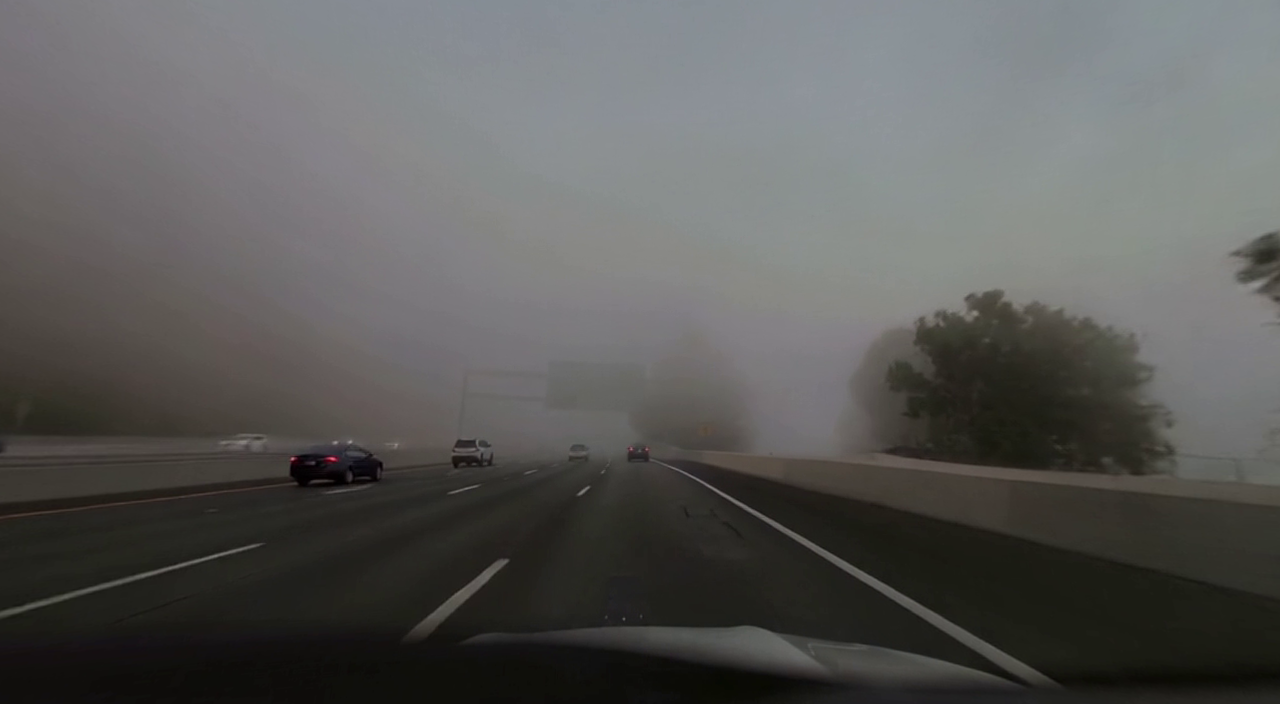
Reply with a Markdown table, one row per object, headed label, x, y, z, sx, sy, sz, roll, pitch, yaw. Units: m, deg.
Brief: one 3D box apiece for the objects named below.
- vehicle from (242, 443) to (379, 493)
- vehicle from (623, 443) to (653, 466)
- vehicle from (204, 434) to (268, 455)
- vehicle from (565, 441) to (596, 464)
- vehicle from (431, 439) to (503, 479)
| label | x | y | z | sx | sy | sz | roll | pitch | yaw |
| --- | --- | --- | --- | --- | --- | --- | --- | --- | --- |
| vehicle | -10.902 | 3.835 | 21.392 | 1.935 | 1.474 | 5.033 | 0 | -8 | 0 |
| vehicle | -0.157 | 6.682 | 41.250 | 1.881 | 1.460 | 3.694 | 0 | -8 | -2 |
| vehicle | -30.121 | 6.929 | 47.162 | 1.829 | 1.494 | 4.527 | 0 | -8 | -1 |
| vehicle | -4.407 | 7.543 | 47.422 | 1.991 | 1.610 | 4.606 | 0 | -8 | -1 |
| vehicle | -7.548 | 4.687 | 27.917 | 2.086 | 1.628 | 4.039 | 0 | -8 | -1 |
